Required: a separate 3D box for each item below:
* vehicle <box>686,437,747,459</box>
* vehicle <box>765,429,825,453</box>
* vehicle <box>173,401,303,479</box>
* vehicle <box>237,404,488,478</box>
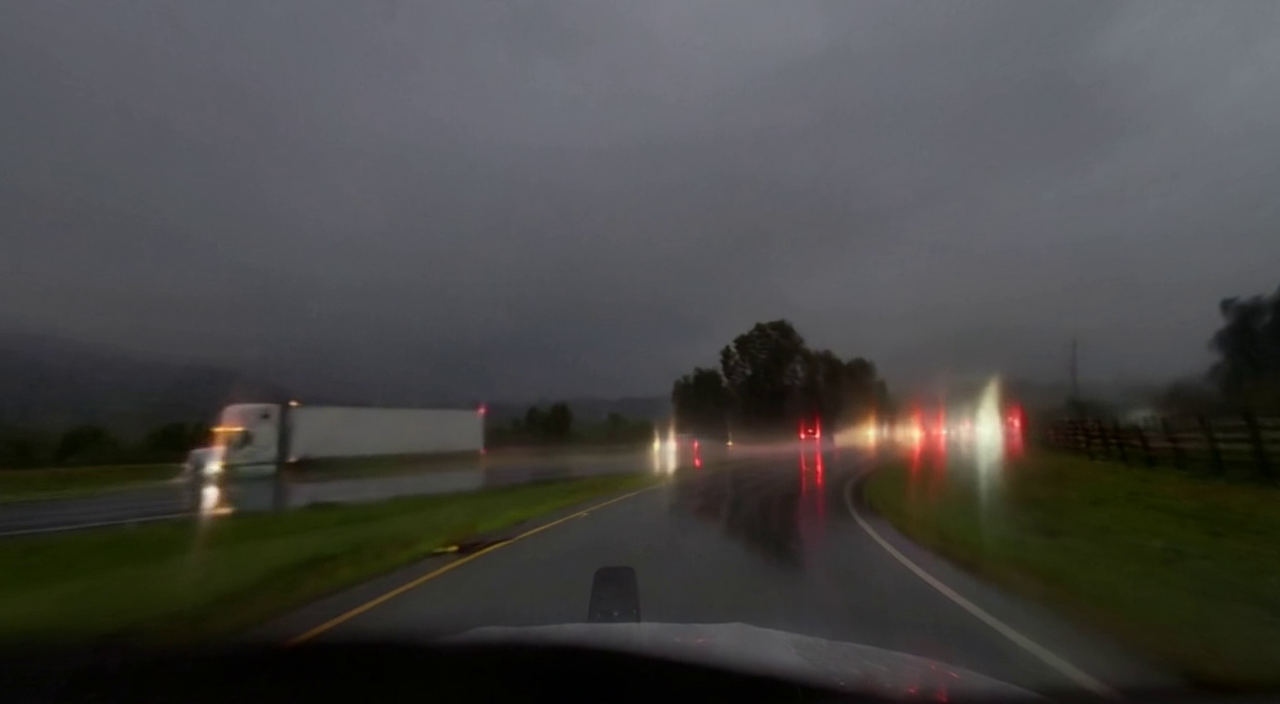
[{"bbox_3d":[5.439,6.723,44.203,1.923,1.496,4.819,-7,-11,39],"label":"vehicle"},{"bbox_3d":[10.973,6.242,44.272,2.135,1.579,4.843,-7,-11,39],"label":"vehicle"},{"bbox_3d":[-20.882,4.586,32.844,2.985,3.697,4.762,-7,-11,38],"label":"vehicle"},{"bbox_3d":[-16.119,5.467,38.766,2.888,3.781,14.258,-7,-10,38],"label":"vehicle"}]
